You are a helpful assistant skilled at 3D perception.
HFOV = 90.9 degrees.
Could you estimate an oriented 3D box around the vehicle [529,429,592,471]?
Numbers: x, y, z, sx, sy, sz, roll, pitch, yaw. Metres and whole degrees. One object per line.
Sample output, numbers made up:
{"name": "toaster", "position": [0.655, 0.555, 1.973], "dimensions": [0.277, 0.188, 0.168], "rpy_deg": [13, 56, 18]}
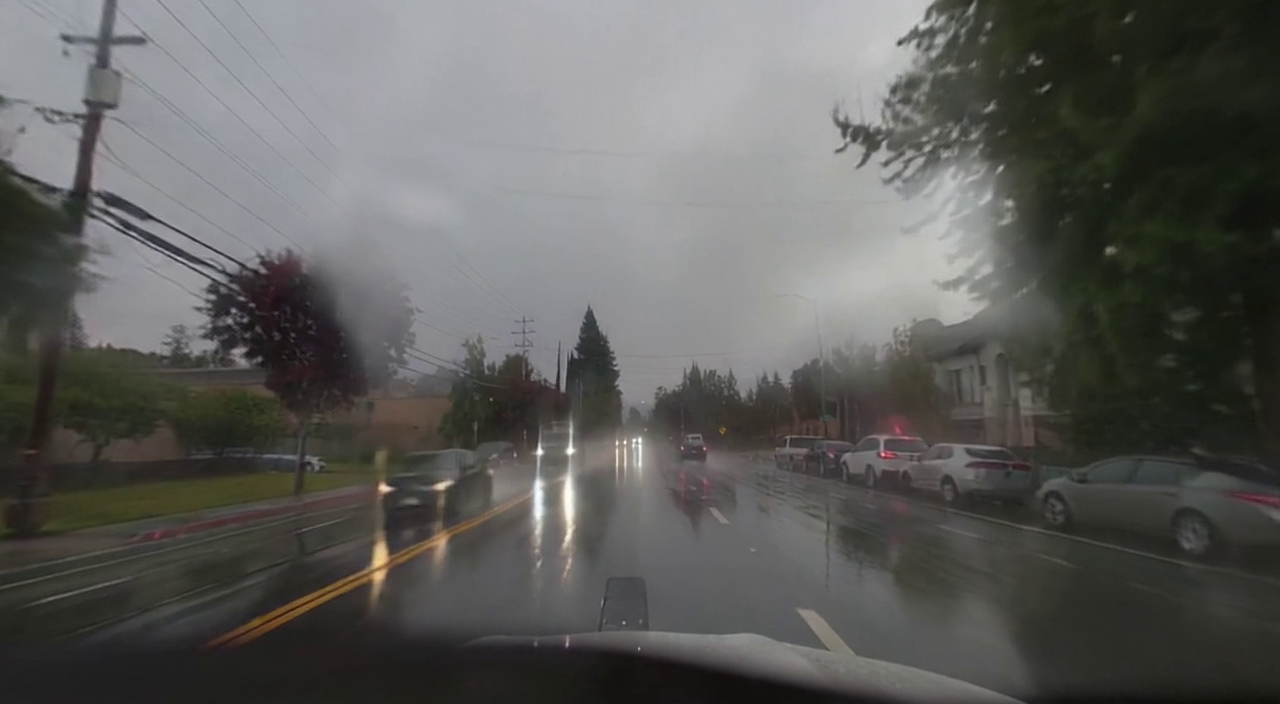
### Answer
{"name": "vehicle", "position": [-4.181, 5.294, 34.339], "dimensions": [2.435, 2.069, 5.772], "rpy_deg": [-1, -8, 2]}

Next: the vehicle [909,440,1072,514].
{"name": "vehicle", "position": [8.037, 2.863, 14.916], "dimensions": [1.836, 1.500, 3.630], "rpy_deg": [0, -8, 2]}

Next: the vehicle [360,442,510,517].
{"name": "vehicle", "position": [-4.521, 2.845, 14.670], "dimensions": [1.989, 1.474, 4.112], "rpy_deg": [-1, -8, 2]}

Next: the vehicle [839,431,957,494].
{"name": "vehicle", "position": [8.021, 3.472, 20.143], "dimensions": [1.879, 1.765, 4.339], "rpy_deg": [0, -8, 0]}

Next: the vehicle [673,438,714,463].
{"name": "vehicle", "position": [3.411, 6.352, 40.762], "dimensions": [2.059, 1.489, 4.629], "rpy_deg": [0, -8, -2]}

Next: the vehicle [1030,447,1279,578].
{"name": "vehicle", "position": [7.929, 2.116, 9.203], "dimensions": [1.787, 1.402, 4.271], "rpy_deg": [-1, -8, 1]}

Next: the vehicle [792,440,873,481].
{"name": "vehicle", "position": [7.727, 4.378, 25.823], "dimensions": [1.862, 1.492, 4.571], "rpy_deg": [0, -8, 0]}
